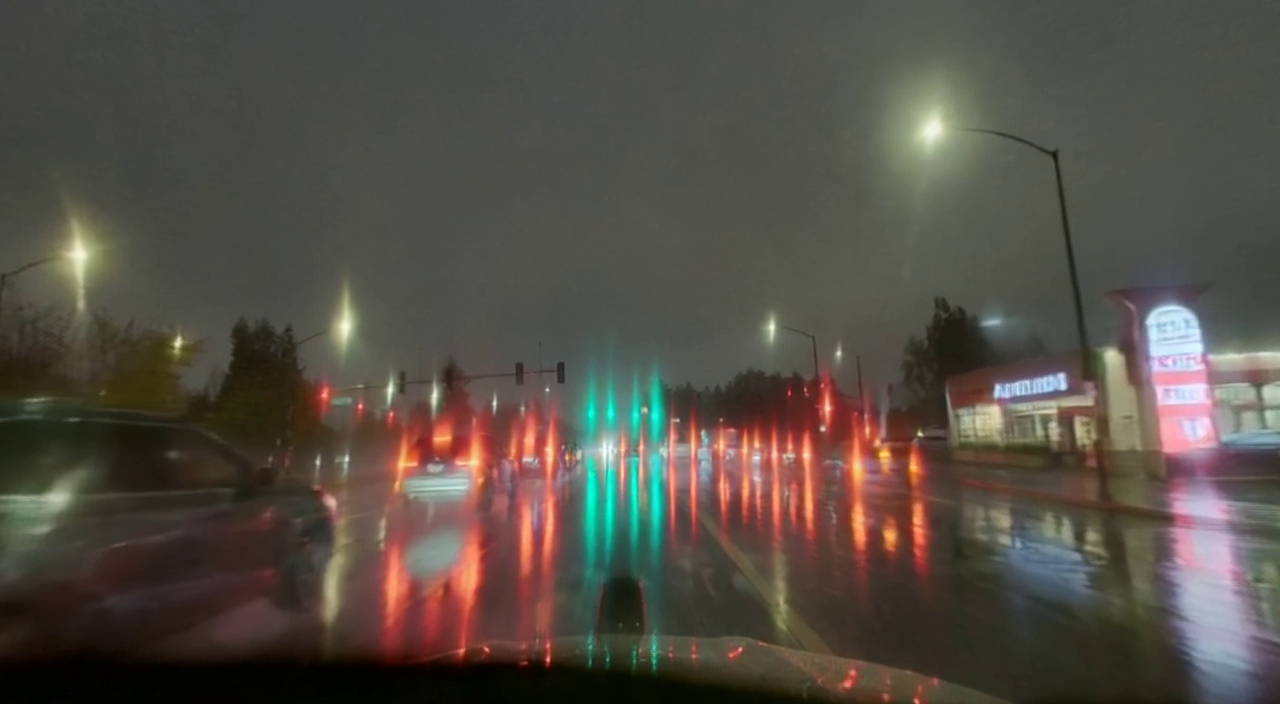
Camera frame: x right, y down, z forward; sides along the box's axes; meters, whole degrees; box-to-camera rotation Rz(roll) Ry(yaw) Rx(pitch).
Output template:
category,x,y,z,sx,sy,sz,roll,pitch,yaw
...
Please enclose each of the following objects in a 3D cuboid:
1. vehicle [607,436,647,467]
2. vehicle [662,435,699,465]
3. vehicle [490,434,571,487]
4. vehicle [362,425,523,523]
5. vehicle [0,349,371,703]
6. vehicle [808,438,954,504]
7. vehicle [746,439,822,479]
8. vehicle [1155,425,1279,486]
category,x,y,z,sx,sy,sz,roll,pitch,yaw
vehicle,-0.773,5.944,37.963,2.261,1.741,4.255,0,-8,-1
vehicle,2.557,6.333,40.933,2.018,1.779,4.338,0,-8,-2
vehicle,-3.631,3.681,21.783,2.063,1.625,4.290,0,-8,-1
vehicle,-3.705,2.360,12.709,1.934,1.624,3.964,0,-8,0
vehicle,-3.428,0.962,3.257,2.143,1.643,4.336,0,-8,0
vehicle,6.003,2.998,16.415,2.017,1.453,4.497,0,-8,0
vehicle,5.879,4.422,26.392,1.969,1.502,4.663,0,-8,-2
vehicle,16.406,2.684,16.531,1.819,1.457,4.680,0,-8,-1
